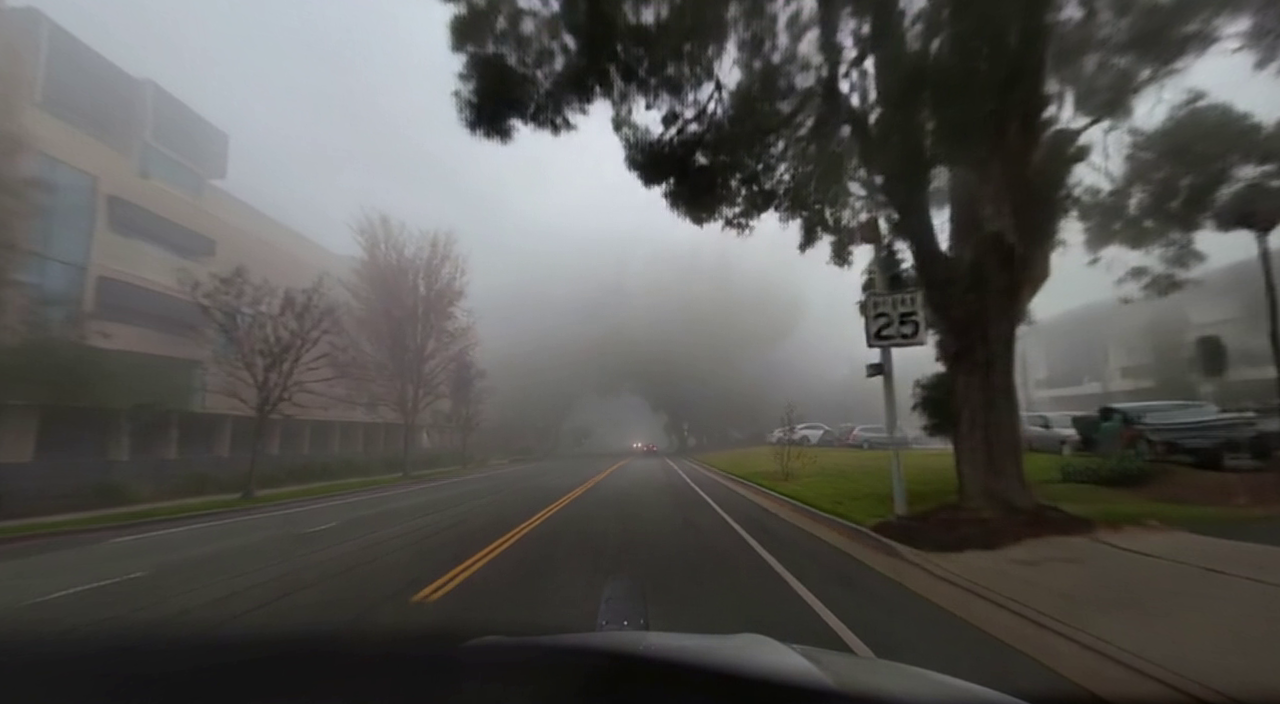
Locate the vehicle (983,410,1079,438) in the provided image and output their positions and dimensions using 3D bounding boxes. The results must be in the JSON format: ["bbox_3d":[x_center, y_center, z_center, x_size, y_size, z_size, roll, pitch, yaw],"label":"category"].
[{"bbox_3d":[25.963,4.808,41.971,4.864,1.797,2.150,0,-8,1],"label":"vehicle"}]

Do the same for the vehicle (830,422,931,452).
[{"bbox_3d":[12.833,4.586,33.841,4.529,1.490,2.168,1,-8,-6],"label":"vehicle"}]

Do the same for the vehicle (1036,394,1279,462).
[{"bbox_3d":[12.526,1.818,14.872,4.955,1.489,2.002,0,-8,1],"label":"vehicle"}]
